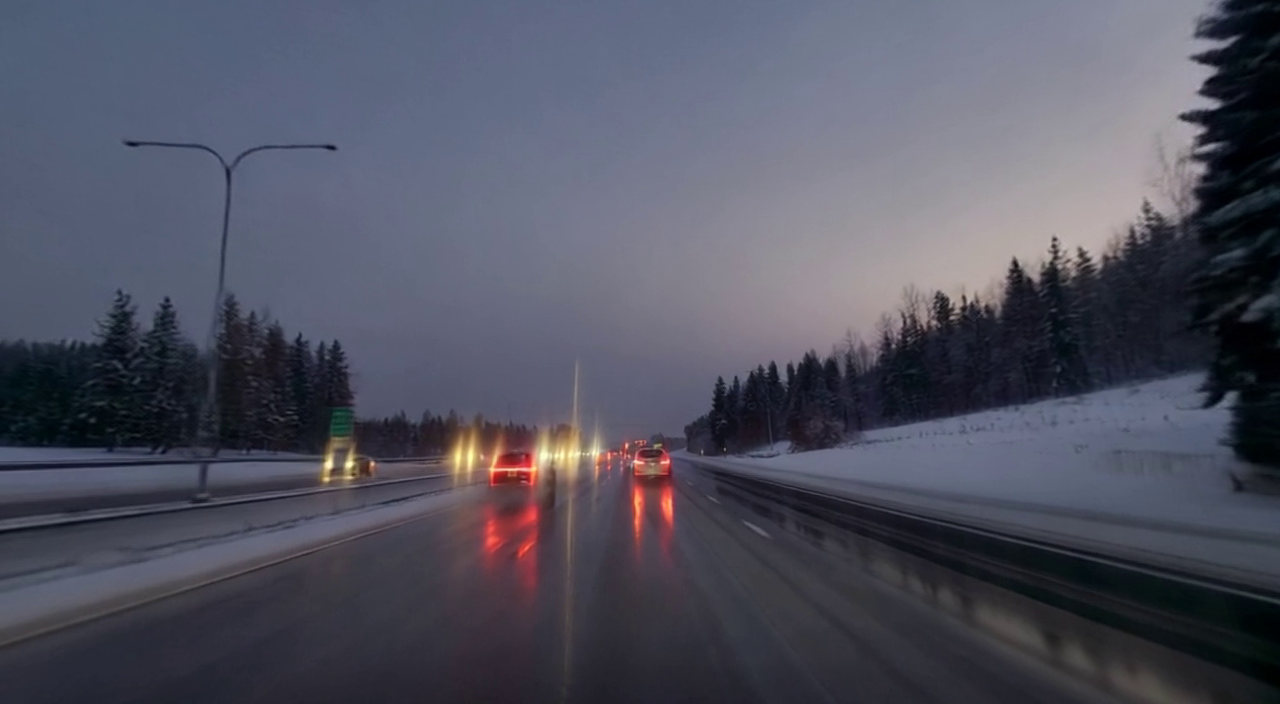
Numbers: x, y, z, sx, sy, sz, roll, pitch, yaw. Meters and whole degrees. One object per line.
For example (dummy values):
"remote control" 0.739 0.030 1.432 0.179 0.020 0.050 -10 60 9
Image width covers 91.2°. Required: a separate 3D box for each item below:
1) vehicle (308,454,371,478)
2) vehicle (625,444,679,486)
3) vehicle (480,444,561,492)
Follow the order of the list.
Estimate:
"vehicle" -20.367 7.752 42.755 1.921 1.485 4.671 -1 -9 1
"vehicle" 0.439 4.549 25.538 2.015 1.526 4.286 0 -9 0
"vehicle" -4.089 4.050 22.234 1.940 1.502 4.463 -1 -9 0
